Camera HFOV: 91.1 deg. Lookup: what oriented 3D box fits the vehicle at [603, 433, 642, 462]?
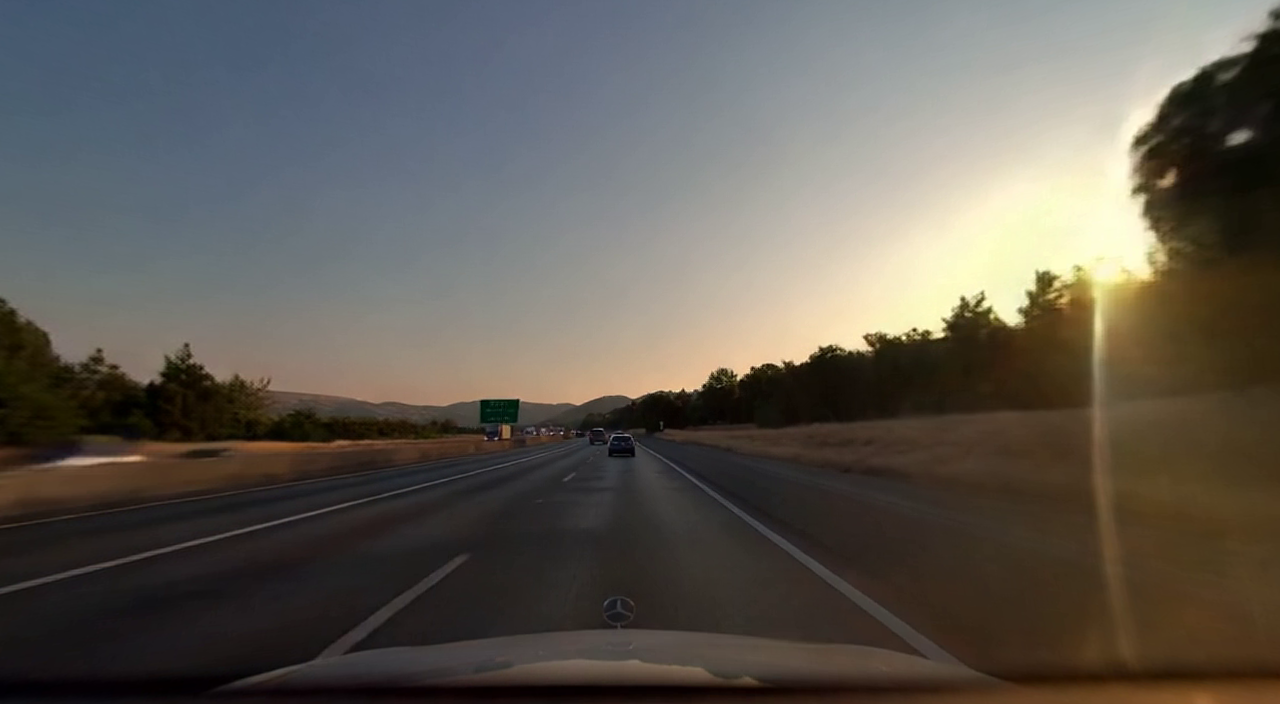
[{"bbox_3d":[-0.944,5.066,33.536,1.948,1.470,3.913,0,-8,-2],"label":"vehicle"}]
